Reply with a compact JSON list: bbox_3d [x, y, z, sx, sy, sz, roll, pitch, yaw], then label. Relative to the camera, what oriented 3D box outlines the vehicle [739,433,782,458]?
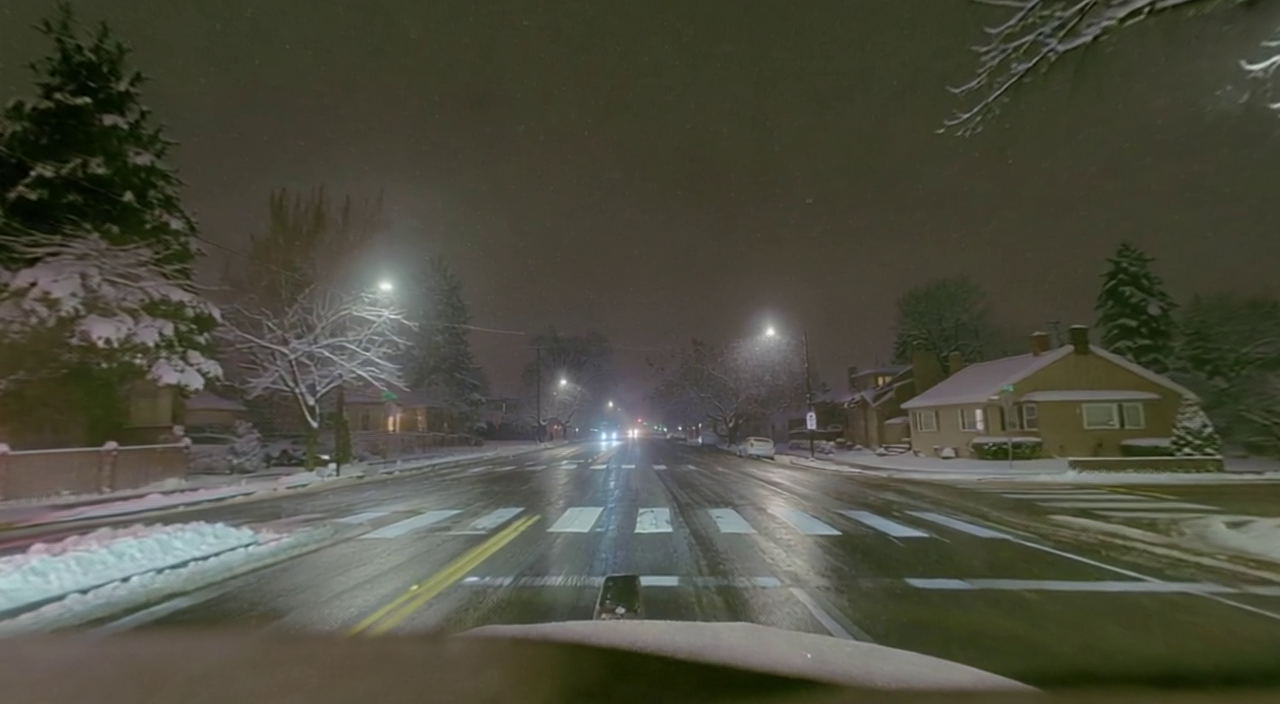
[{"bbox_3d":[7.970,6.285,42.211,2.029,1.554,4.705,0,-9,1],"label":"vehicle"}]

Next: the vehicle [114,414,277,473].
[{"bbox_3d":[-17.939,3.712,25.733,4.800,2.259,2.303,0,-9,-1],"label":"vehicle"}]

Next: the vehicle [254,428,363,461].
[{"bbox_3d":[-17.972,5.055,34.427,4.743,1.734,1.994,0,-9,0],"label":"vehicle"}]
